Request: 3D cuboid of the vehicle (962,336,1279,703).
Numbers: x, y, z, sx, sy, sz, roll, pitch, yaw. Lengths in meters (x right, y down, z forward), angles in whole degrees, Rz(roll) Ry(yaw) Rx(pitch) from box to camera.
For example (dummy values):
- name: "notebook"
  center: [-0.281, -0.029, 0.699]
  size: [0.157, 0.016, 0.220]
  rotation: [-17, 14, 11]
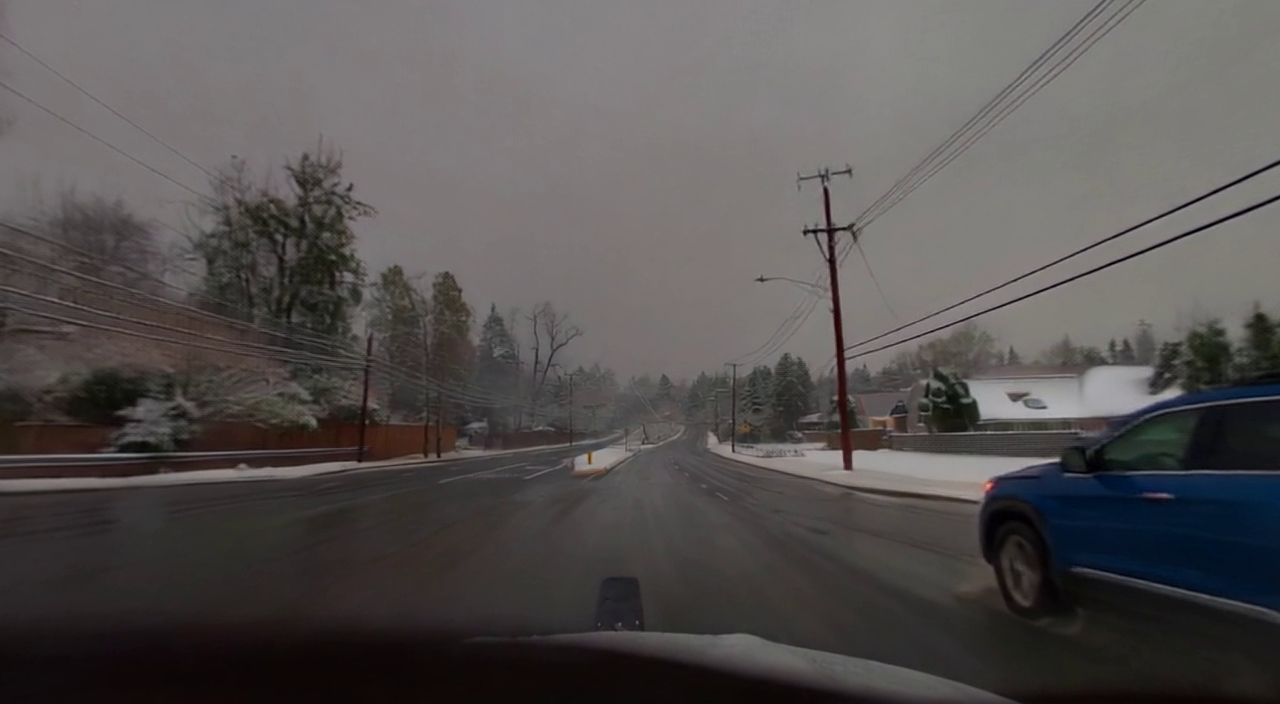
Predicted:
- name: "vehicle"
  center: [3.949, 0.870, 3.122]
  size: [2.193, 1.777, 4.772]
  rotation: [0, -9, 0]
